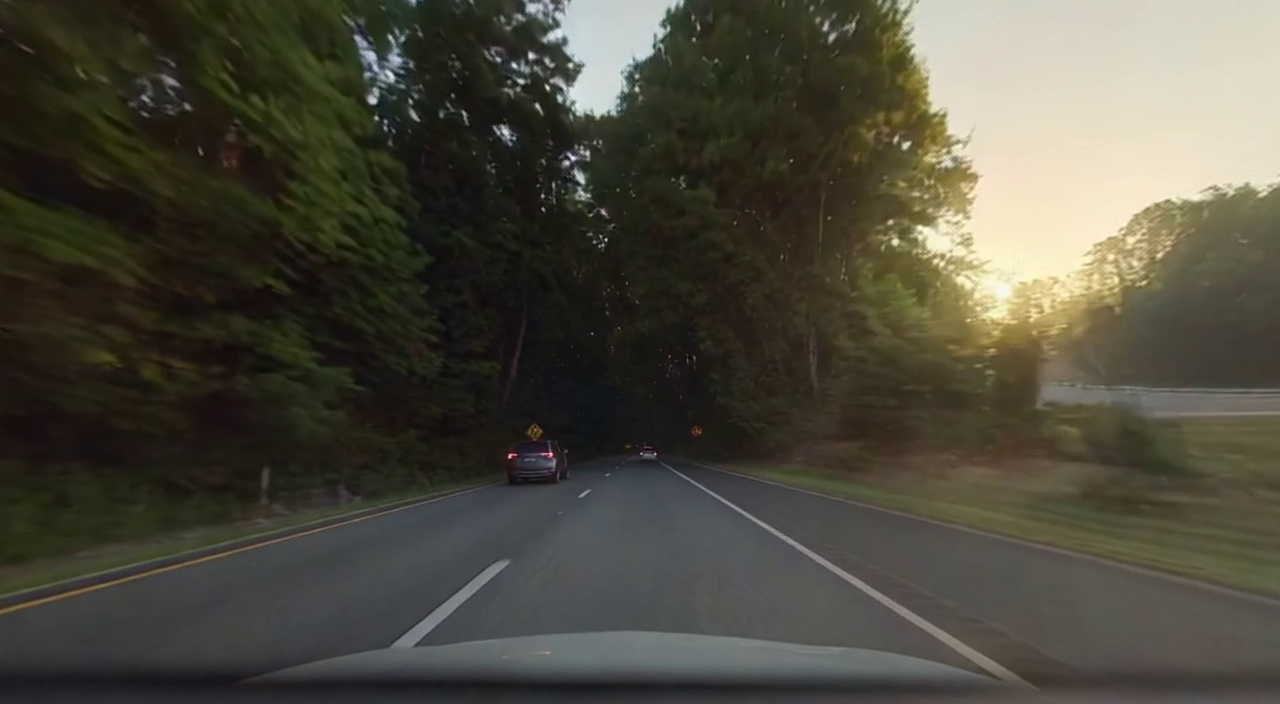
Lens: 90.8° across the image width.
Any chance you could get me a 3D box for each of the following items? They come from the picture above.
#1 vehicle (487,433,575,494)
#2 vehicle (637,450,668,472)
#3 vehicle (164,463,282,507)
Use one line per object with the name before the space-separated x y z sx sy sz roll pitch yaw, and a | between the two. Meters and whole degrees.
vehicle | -3.943 4.155 23.949 2.418 2.049 4.930 0 -9 0
vehicle | 0.833 7.588 44.198 2.046 1.452 4.407 0 -9 0
vehicle | -16.200 5.148 24.785 1.720 1.440 4.098 0 -9 1
